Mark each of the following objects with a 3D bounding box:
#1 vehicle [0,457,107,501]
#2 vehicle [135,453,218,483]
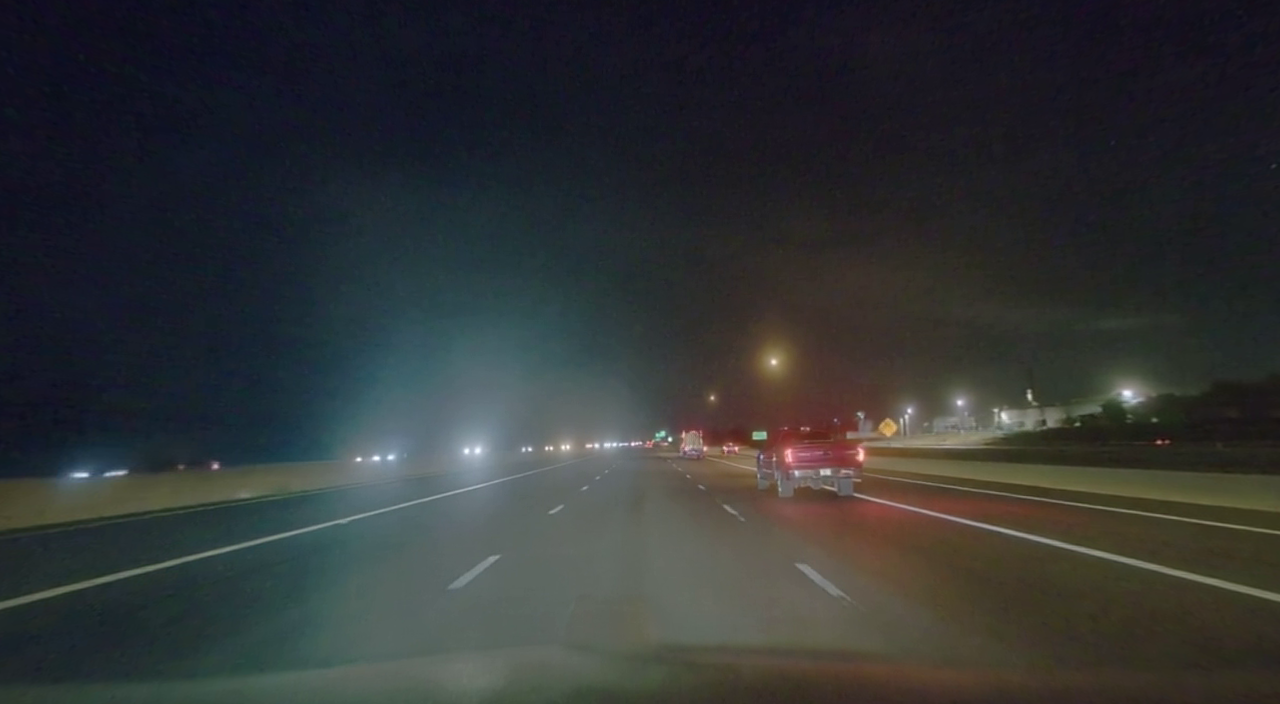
[{"bbox_3d":[-23.940,4.970,25.035,1.825,1.484,4.234,0,-8,0],"label":"vehicle"},{"bbox_3d":[-27.278,6.827,37.273,1.783,1.599,3.988,0,-8,0],"label":"vehicle"}]
